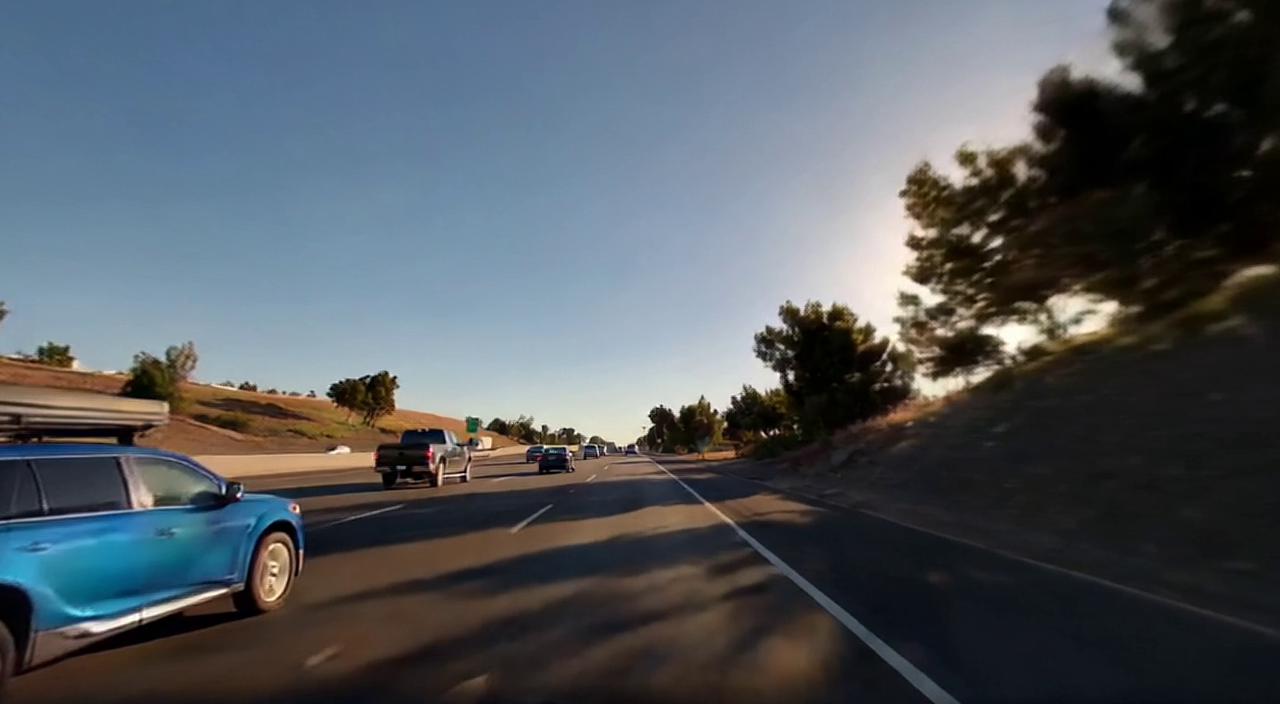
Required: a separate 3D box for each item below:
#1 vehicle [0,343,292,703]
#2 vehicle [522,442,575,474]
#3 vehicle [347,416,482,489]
[{"bbox_3d":[-4.081,0.835,2.700,2.200,1.807,5.041,0,-9,1],"label":"vehicle"},{"bbox_3d":[-4.628,5.452,32.506,2.012,1.509,4.359,0,-9,1],"label":"vehicle"},{"bbox_3d":[-7.795,3.590,22.658,2.594,2.254,6.028,0,-9,0],"label":"vehicle"}]
